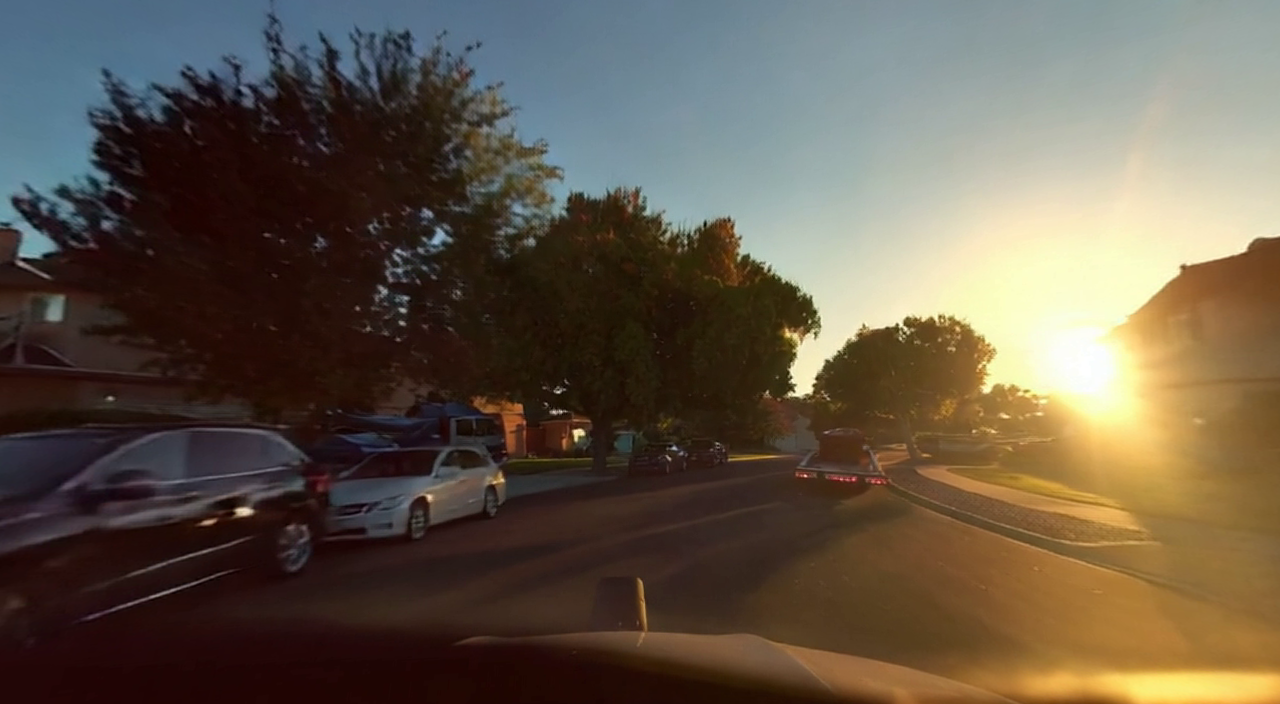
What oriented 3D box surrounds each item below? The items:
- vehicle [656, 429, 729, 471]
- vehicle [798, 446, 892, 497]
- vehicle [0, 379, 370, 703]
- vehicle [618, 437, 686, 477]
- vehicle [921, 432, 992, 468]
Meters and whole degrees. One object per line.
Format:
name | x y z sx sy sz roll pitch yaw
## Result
vehicle | 3.312 5.921 38.160 2.632 2.249 6.179 -4 -9 22
vehicle | 7.417 4.261 23.202 2.804 1.336 6.700 -2 -7 16
vehicle | -4.478 1.196 4.793 2.274 1.784 5.090 0 -7 4
vehicle | 0.673 4.983 30.121 2.052 1.745 4.737 -3 -9 16
vehicle | 19.330 5.988 38.559 3.470 2.123 1.584 0 -7 5
